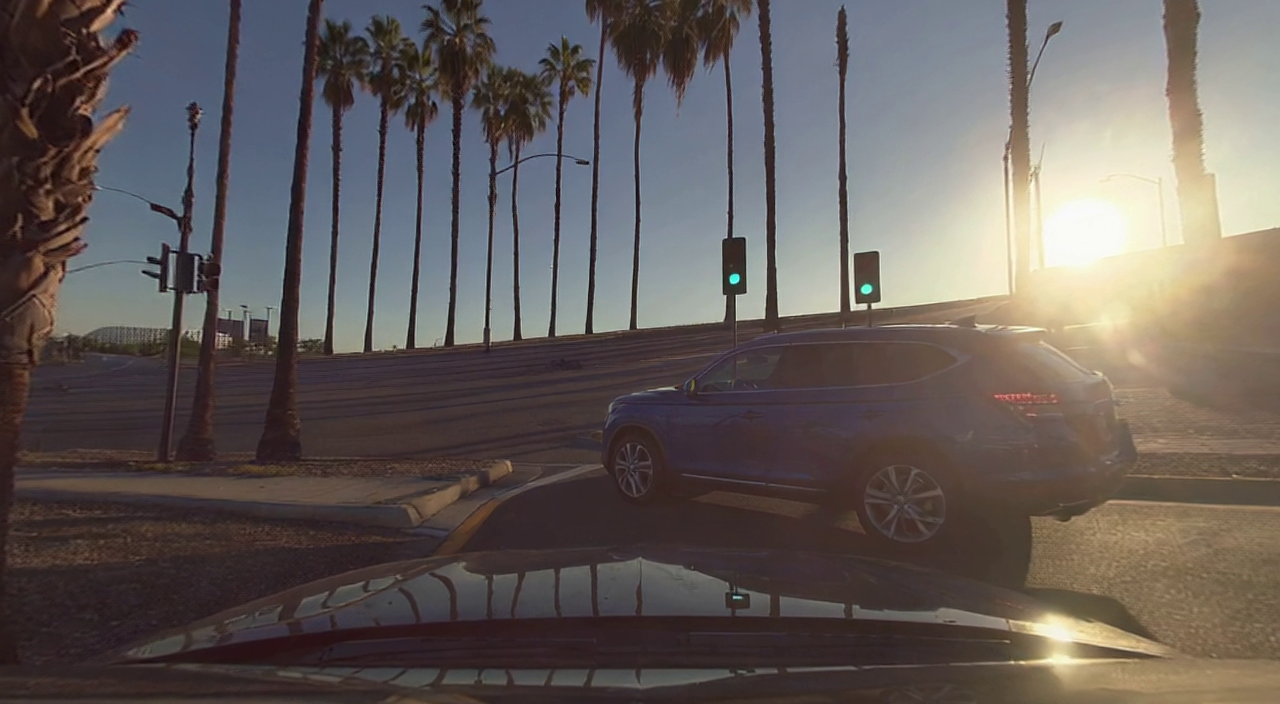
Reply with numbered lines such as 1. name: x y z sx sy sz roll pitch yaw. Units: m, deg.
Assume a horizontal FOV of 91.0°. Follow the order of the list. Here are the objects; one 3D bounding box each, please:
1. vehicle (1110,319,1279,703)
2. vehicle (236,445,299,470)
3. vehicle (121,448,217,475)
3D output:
1. vehicle: 3.457 0.526 0.801 2.028 1.770 4.737 0 -9 0
2. vehicle: -26.265 7.423 44.557 1.941 1.631 4.017 0 -9 0
3. vehicle: -26.564 6.164 35.687 1.830 1.443 4.551 0 -9 2
